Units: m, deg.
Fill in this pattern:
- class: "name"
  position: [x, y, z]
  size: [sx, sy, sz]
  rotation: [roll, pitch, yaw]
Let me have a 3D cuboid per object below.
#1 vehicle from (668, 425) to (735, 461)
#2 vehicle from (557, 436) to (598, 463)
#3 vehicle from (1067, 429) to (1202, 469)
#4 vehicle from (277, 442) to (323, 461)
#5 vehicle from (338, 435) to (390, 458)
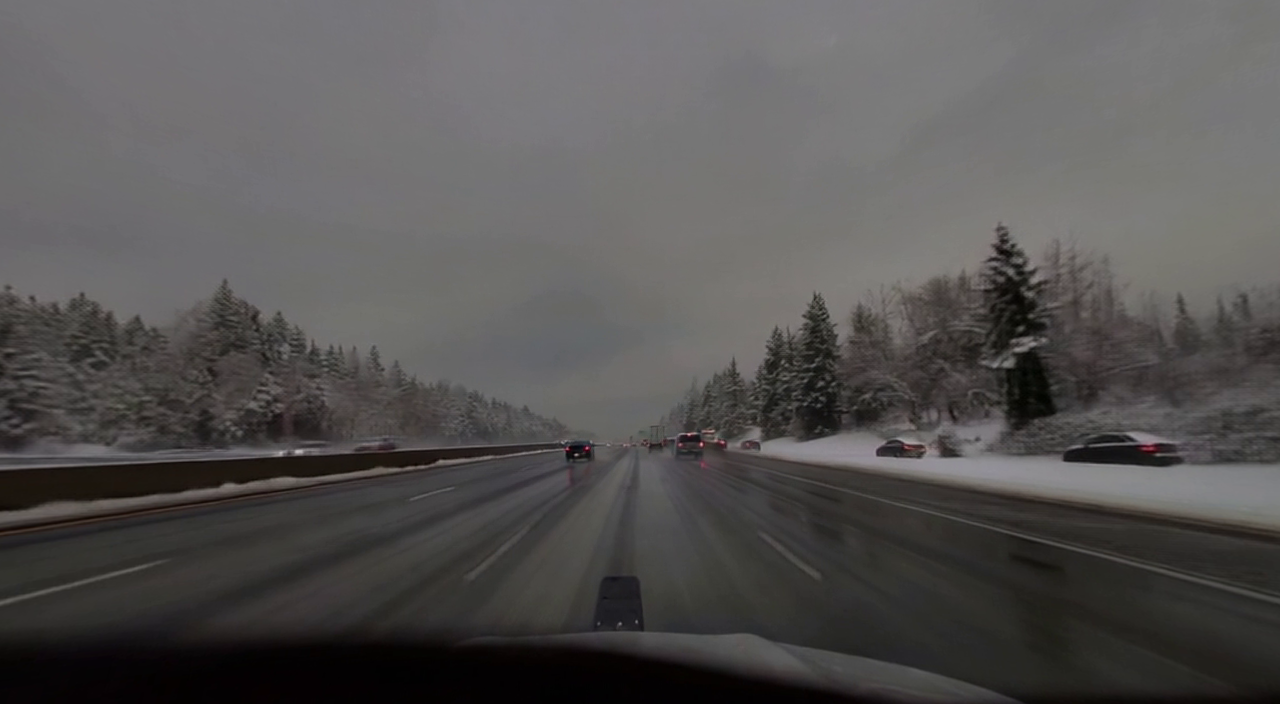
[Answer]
- class: "vehicle"
  position: [3.800, 6.230, 43.001]
  size: [3.042, 2.004, 14.051]
  rotation: [0, -8, -1]
- class: "vehicle"
  position: [-3.698, 5.868, 37.969]
  size: [2.066, 1.500, 4.415]
  rotation: [0, -8, 0]
- class: "vehicle"
  position: [25.588, 5.055, 32.815]
  size: [2.139, 1.881, 5.005]
  rotation: [4, -9, -22]
- class: "vehicle"
  position: [-24.944, 7.285, 46.249]
  size: [1.467, 1.343, 3.337]
  rotation: [0, -9, 0]
- class: "vehicle"
  position: [-17.861, 6.128, 40.872]
  size: [1.696, 1.425, 3.560]
  rotation: [0, -8, 0]
